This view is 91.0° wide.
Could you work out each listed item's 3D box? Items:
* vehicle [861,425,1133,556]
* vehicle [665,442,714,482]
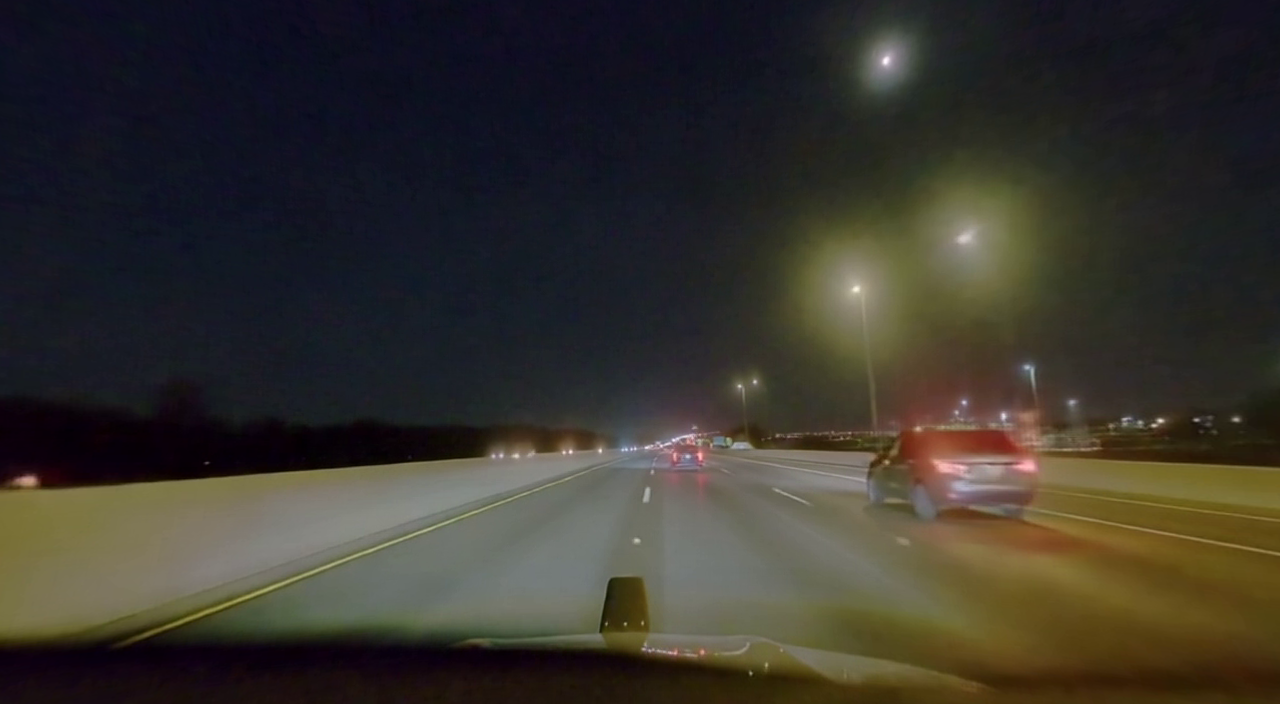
[{"bbox_3d":[5.060,1.983,9.775,1.770,1.566,4.282,0,-8,1],"label":"vehicle"},{"bbox_3d":[1.838,4.199,24.358,1.683,1.400,3.868,-1,-8,2],"label":"vehicle"}]
